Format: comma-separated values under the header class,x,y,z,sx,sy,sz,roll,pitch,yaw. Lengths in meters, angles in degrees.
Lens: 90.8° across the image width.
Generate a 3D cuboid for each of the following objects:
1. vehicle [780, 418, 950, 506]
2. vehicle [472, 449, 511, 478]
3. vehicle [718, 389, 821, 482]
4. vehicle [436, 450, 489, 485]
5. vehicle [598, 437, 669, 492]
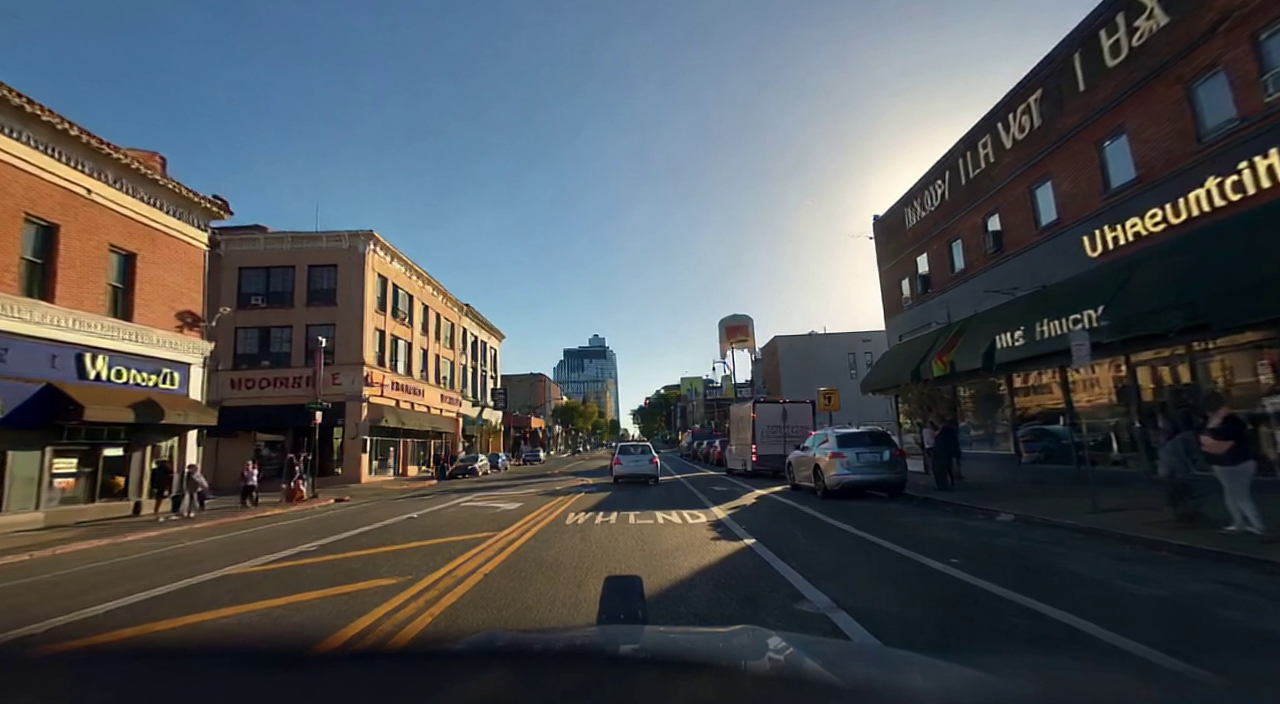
class,x,y,z,sx,sy,sz,roll,pitch,yaw
vehicle,5.606,2.850,16.896,2.367,1.917,5.810,0,-8,0
vehicle,-11.284,8.469,48.257,1.872,1.731,4.656,-4,-6,-1
vehicle,5.459,3.763,28.110,2.893,3.553,7.295,0,-8,-1
vehicle,-11.234,7.312,40.316,2.055,1.685,4.370,-5,-6,0
vehicle,-0.182,3.604,20.600,2.086,1.575,4.205,0,-8,0
